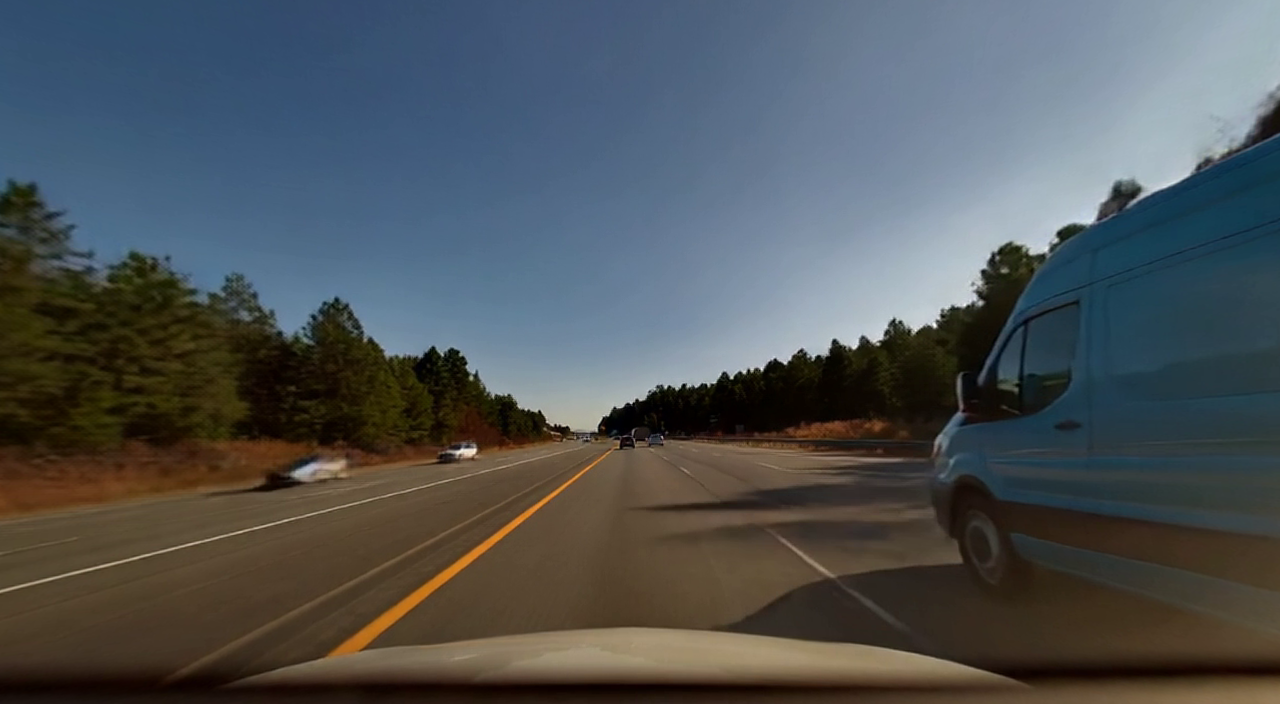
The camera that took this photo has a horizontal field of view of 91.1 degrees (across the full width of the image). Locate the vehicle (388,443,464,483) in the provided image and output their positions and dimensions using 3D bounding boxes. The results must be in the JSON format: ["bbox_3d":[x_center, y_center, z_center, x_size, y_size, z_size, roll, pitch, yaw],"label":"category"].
[{"bbox_3d":[-9.381,4.863,27.945,1.870,1.542,4.363,0,-8,0],"label":"vehicle"}]

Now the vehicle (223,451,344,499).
[{"bbox_3d":[-13.476,4.647,24.140,1.935,1.512,4.688,0,-8,-1],"label":"vehicle"}]

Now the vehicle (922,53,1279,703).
[{"bbox_3d":[3.701,0.040,1.661,2.416,2.595,7.243,0,-8,-1],"label":"vehicle"}]
